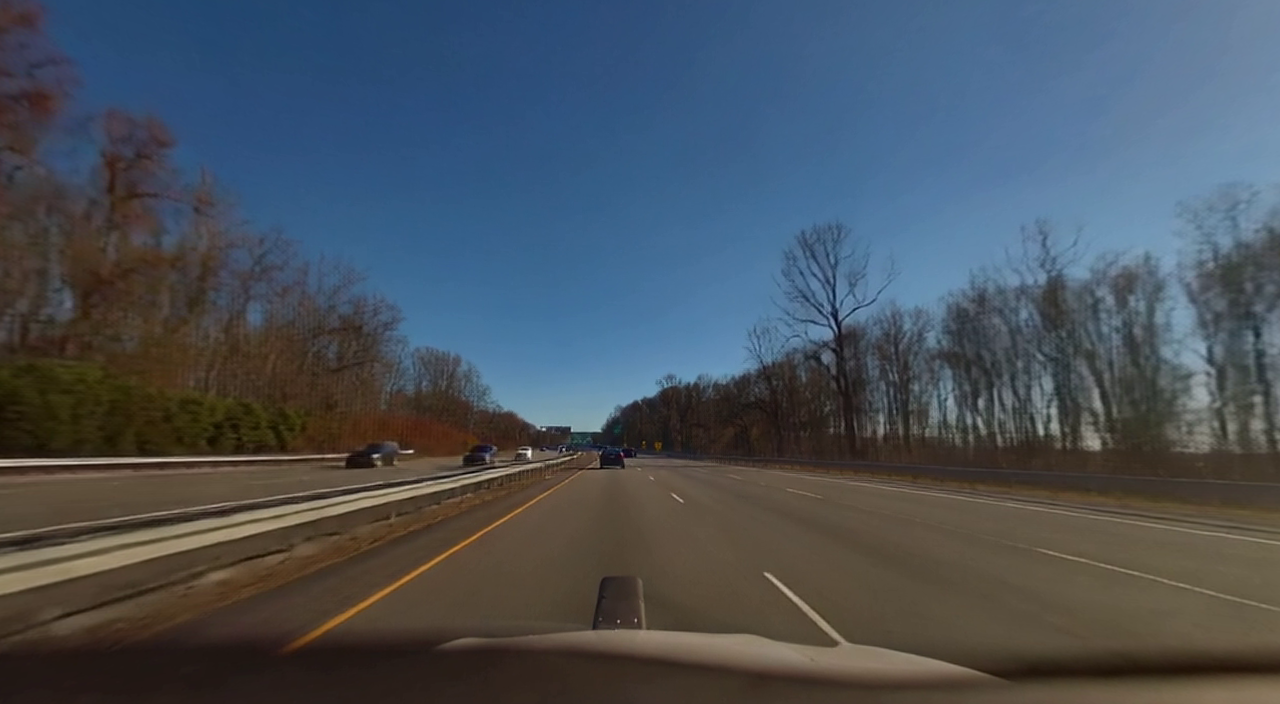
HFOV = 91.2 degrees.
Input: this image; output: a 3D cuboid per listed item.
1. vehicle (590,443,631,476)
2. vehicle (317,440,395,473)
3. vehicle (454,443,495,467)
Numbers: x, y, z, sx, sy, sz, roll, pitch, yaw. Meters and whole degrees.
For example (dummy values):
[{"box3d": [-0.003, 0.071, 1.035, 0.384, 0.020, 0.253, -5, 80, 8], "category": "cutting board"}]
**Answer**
[{"box3d": [-1.645, 5.981, 35.078, 2.151, 1.693, 4.201, 0, -9, -3], "category": "vehicle"}, {"box3d": [-14.601, 5.391, 32.522, 2.115, 1.534, 4.350, 0, -9, -2], "category": "vehicle"}, {"box3d": [-10.939, 6.823, 41.708, 1.815, 1.491, 3.784, 0, -9, -2], "category": "vehicle"}]
